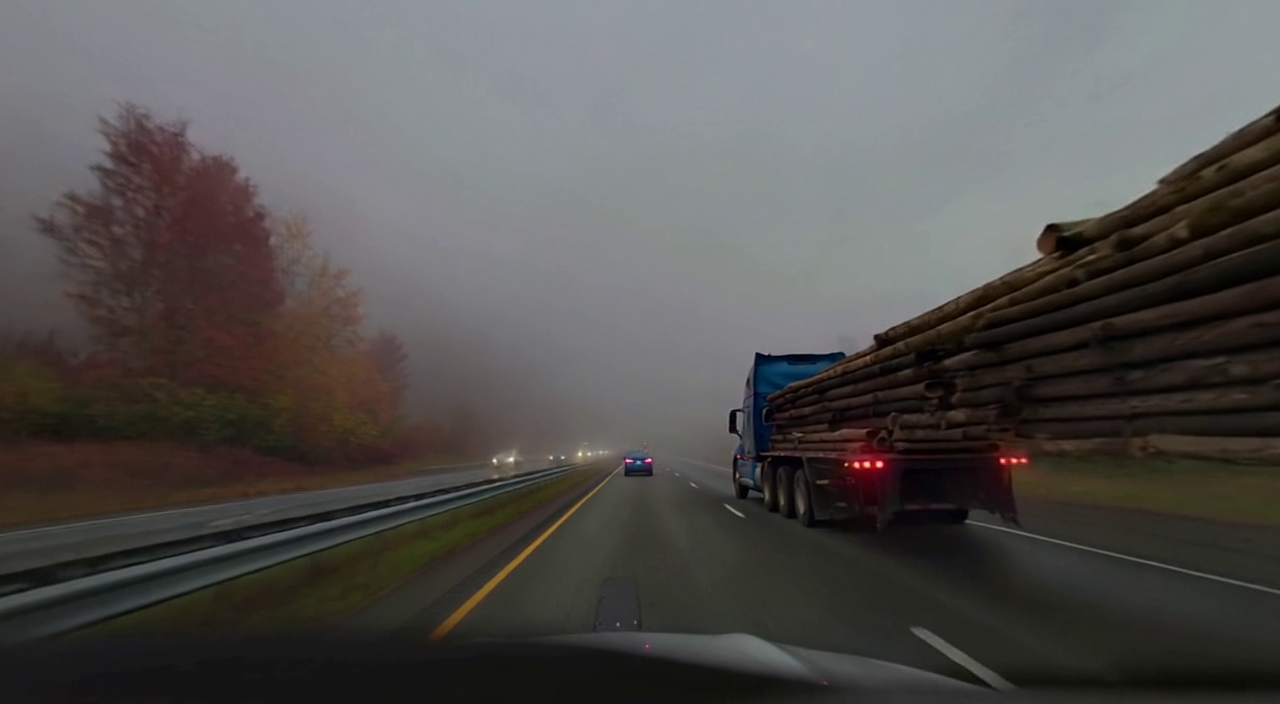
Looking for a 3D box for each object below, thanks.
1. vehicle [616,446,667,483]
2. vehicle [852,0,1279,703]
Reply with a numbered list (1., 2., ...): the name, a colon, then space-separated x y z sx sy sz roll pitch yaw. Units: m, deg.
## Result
1. vehicle: 0.029 4.975 28.010 2.099 1.506 4.097 0 -9 0
2. vehicle: 3.990 -0.195 2.705 3.004 3.923 8.363 0 -9 -1
